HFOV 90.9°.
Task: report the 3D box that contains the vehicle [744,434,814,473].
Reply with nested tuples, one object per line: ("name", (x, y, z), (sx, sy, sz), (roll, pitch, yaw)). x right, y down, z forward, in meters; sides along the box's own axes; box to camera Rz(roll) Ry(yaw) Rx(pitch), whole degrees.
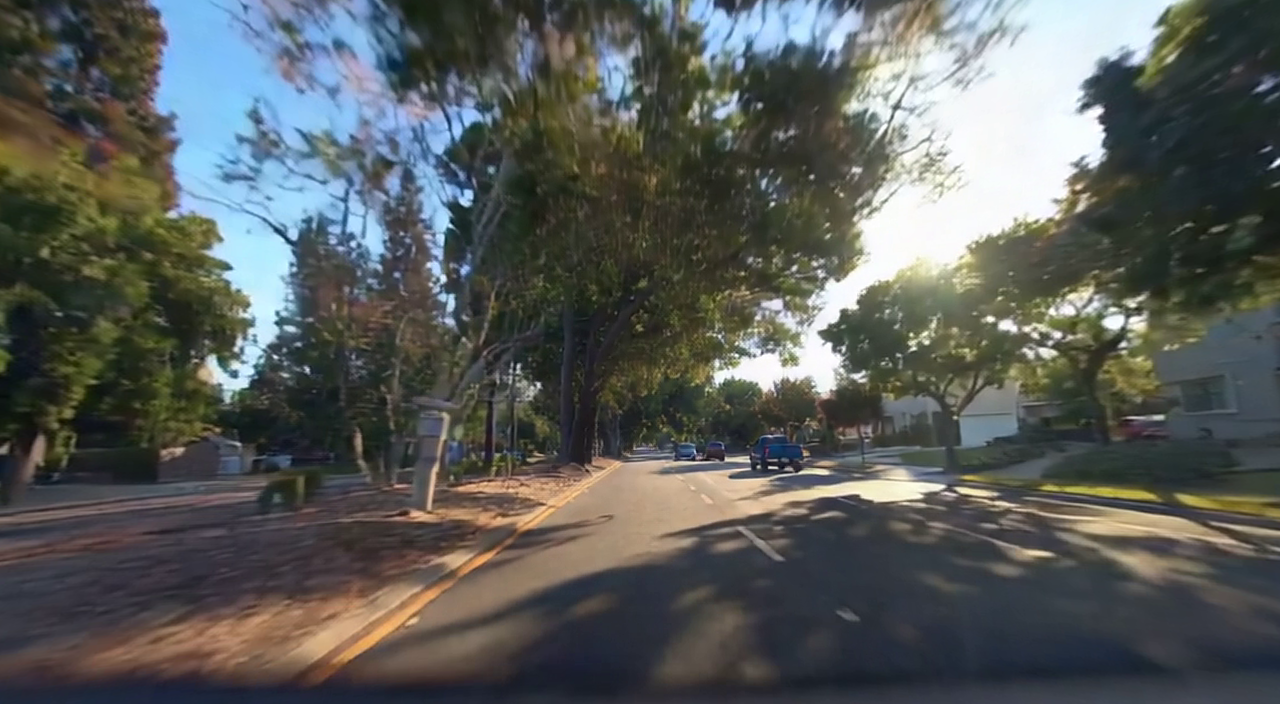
("vehicle", (6.890, 5.099, 31.921), (2.262, 1.769, 5.666), (0, -8, 0))

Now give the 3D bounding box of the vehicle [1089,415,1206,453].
("vehicle", (25.696, 4.237, 32.182), (1.991, 1.759, 4.963), (0, -9, 3))
